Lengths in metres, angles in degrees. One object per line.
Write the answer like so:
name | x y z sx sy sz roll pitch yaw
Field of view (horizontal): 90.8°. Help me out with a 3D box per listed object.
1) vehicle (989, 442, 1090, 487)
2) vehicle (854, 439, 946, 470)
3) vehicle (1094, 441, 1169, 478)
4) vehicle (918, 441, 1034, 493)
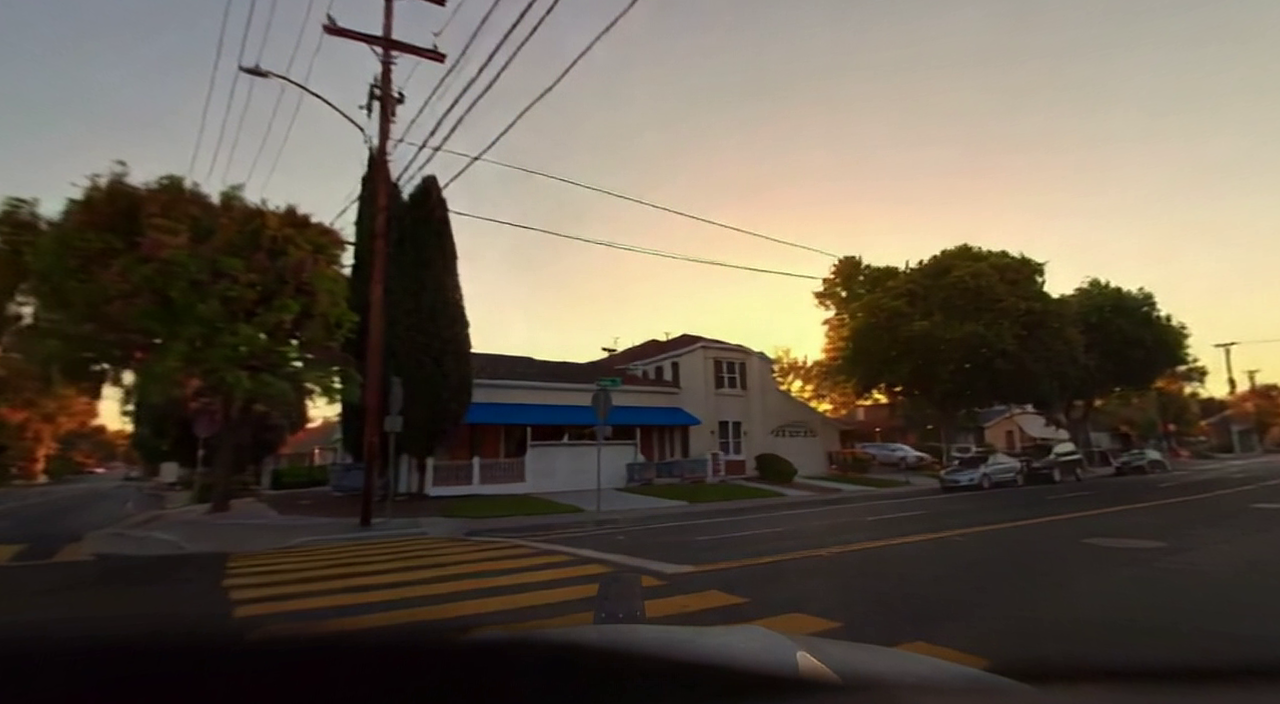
vehicle | 16.935 4.697 26.731 4.318 1.723 1.913 6 -10 -34
vehicle | 15.239 6.020 37.272 2.033 1.725 4.492 7 -11 -39
vehicle | 26.206 5.674 33.621 4.274 1.785 1.970 6 -11 -37
vehicle | 12.661 4.245 23.733 4.509 1.775 1.975 6 -11 -36
